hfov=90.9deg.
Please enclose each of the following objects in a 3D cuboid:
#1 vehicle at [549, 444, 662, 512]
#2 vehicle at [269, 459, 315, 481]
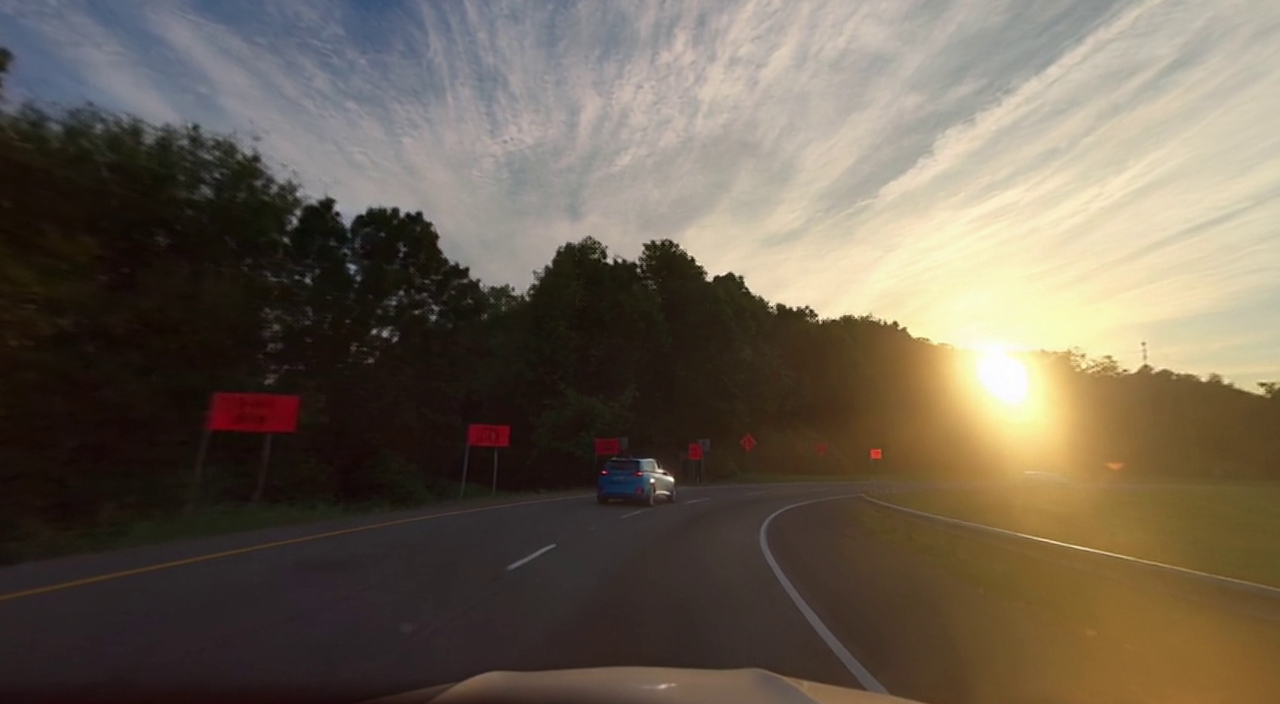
[{"bbox_3d":[-0.841,3.653,18.533,1.997,1.692,4.422,-2,-11,15],"label":"vehicle"},{"bbox_3d":[-24.028,8.159,43.641,1.758,1.470,3.823,3,-11,-13],"label":"vehicle"}]
